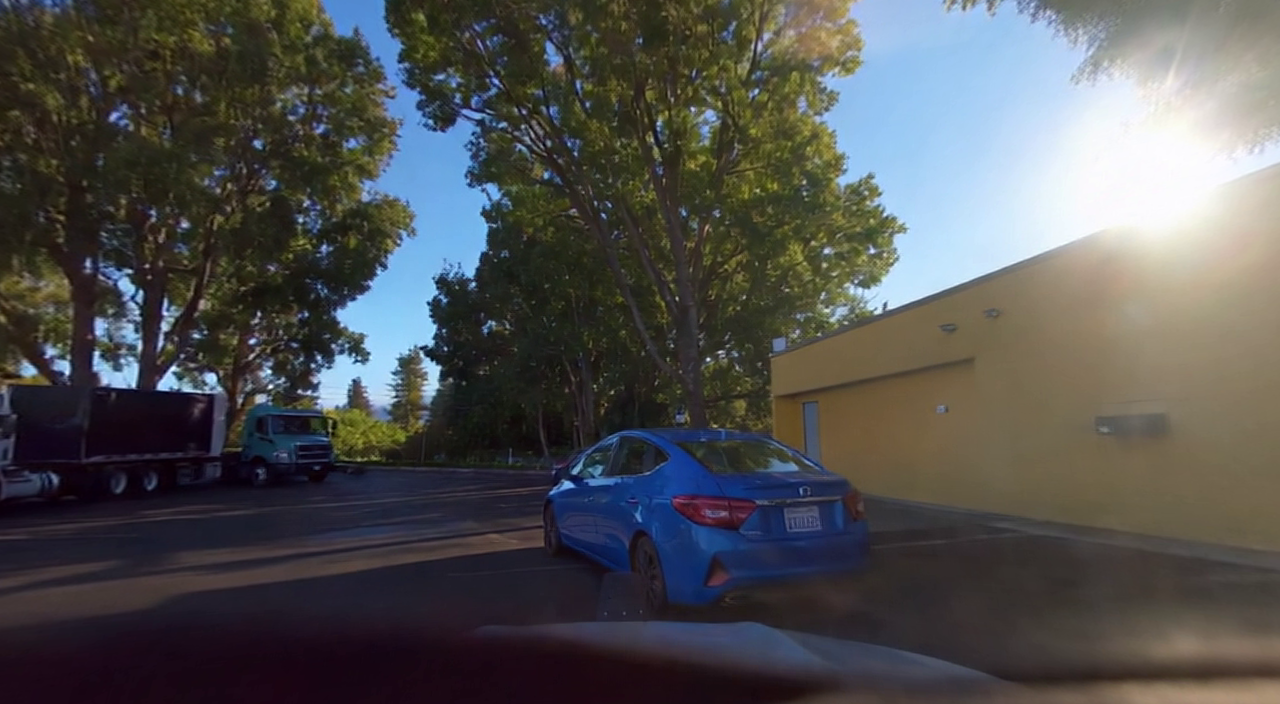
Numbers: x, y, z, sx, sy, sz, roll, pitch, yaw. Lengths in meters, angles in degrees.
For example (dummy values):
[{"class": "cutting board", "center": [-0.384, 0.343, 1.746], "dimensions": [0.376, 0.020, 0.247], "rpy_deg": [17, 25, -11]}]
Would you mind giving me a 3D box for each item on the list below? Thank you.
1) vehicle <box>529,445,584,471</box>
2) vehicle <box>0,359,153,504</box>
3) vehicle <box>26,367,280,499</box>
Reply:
[{"class": "vehicle", "center": [-5.206, 6.669, 39.820], "dimensions": [1.809, 1.506, 3.473], "rpy_deg": [-5, -10, 26]}, {"class": "vehicle", "center": [-21.009, 2.782, 21.229], "dimensions": [11.512, 3.871, 3.038], "rpy_deg": [-6, -10, 31]}, {"class": "vehicle", "center": [-18.682, 3.162, 23.788], "dimensions": [11.906, 4.069, 2.948], "rpy_deg": [-5, -10, 30]}]
